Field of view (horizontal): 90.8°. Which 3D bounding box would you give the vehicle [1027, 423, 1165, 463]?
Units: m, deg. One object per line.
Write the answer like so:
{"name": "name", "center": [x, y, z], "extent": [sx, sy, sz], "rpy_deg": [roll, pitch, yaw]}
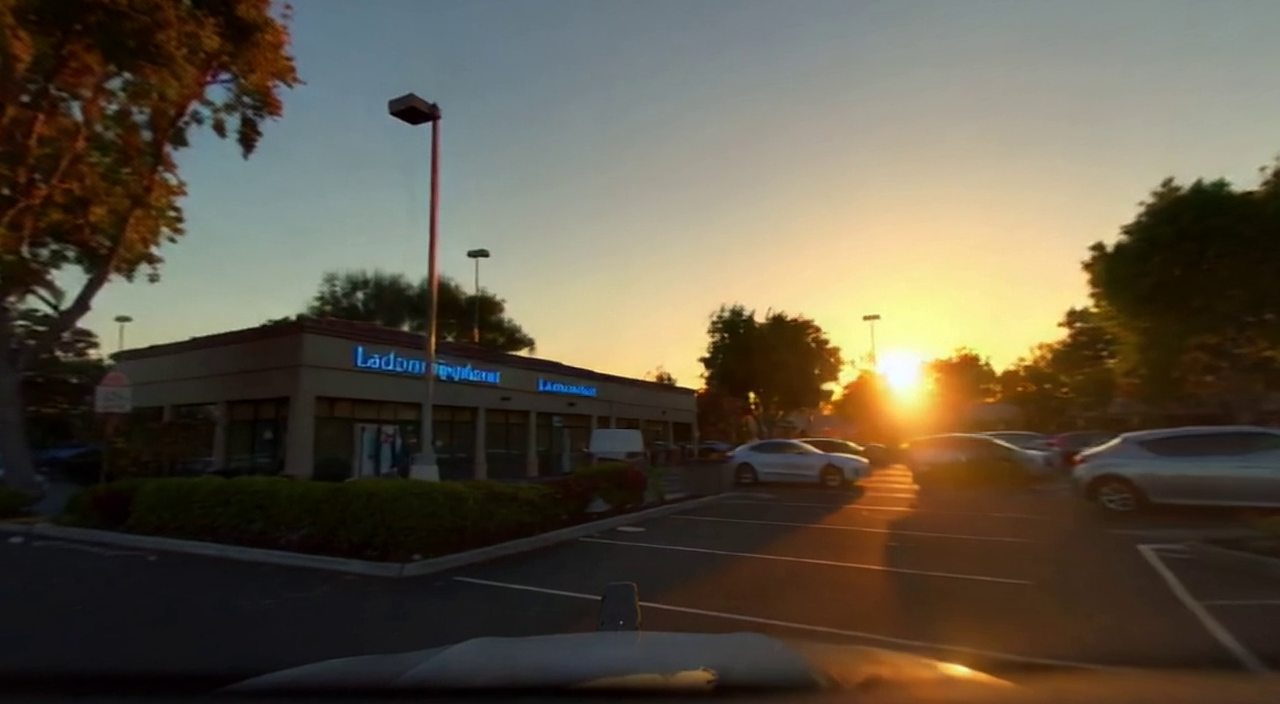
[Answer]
{"name": "vehicle", "center": [20.199, 4.077, 28.274], "extent": [4.666, 1.634, 1.816], "rpy_deg": [-4, -11, 25]}

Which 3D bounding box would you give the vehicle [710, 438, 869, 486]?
{"name": "vehicle", "center": [4.939, 3.620, 21.080], "extent": [4.772, 1.441, 1.976], "rpy_deg": [-5, -9, 27]}

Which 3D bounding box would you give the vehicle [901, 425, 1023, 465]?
{"name": "vehicle", "center": [15.450, 4.511, 30.538], "extent": [4.939, 1.664, 2.055], "rpy_deg": [-6, -6, 26]}

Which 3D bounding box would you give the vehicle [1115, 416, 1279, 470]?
{"name": "vehicle", "center": [17.984, 2.911, 20.217], "extent": [4.030, 1.556, 2.057], "rpy_deg": [-5, -9, 27]}
